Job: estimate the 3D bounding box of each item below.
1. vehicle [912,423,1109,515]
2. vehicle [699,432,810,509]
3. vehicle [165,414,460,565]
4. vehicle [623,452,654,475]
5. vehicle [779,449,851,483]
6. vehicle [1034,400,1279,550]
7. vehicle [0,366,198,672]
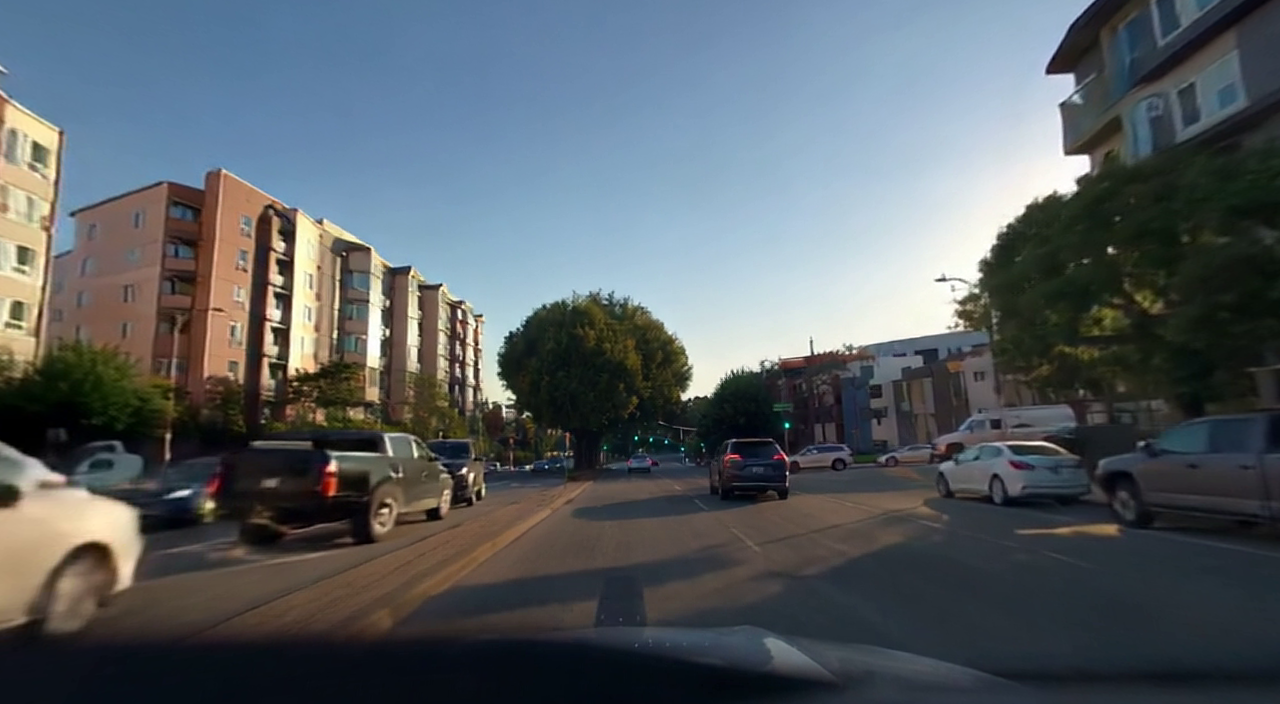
[{"bbox_3d":[8.952,2.852,15.930,1.939,1.927,4.833,0,-8,-1],"label":"vehicle"},{"bbox_3d":[3.037,3.270,17.966,2.129,1.844,4.767,0,-8,-2],"label":"vehicle"},{"bbox_3d":[-4.854,2.108,10.666,2.009,1.837,5.590,0,-8,0],"label":"vehicle"},{"bbox_3d":[-0.154,7.868,44.685,2.059,1.492,4.033,0,-8,-2],"label":"vehicle"},{"bbox_3d":[8.708,5.703,31.972,1.940,1.512,5.129,0,-8,-3],"label":"vehicle"},{"bbox_3d":[9.046,1.907,10.290,1.935,1.875,5.051,0,-9,0],"label":"vehicle"},{"bbox_3d":[-4.961,0.885,2.952,2.275,1.816,4.923,0,-8,-1],"label":"vehicle"}]
